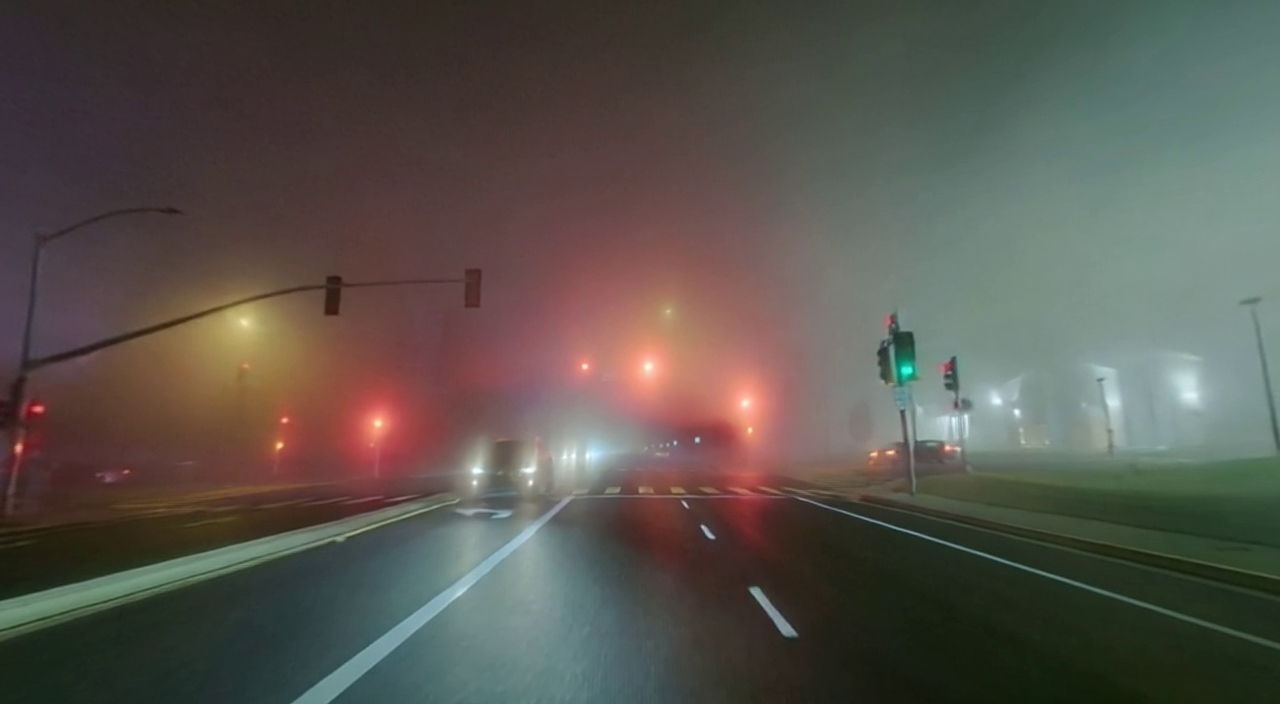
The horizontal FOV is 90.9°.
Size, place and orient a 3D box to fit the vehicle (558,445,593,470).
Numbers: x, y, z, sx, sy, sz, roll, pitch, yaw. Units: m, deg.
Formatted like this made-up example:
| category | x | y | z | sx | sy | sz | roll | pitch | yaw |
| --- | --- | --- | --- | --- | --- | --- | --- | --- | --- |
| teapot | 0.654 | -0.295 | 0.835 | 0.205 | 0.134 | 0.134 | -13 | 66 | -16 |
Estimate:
| category | x | y | z | sx | sy | sz | roll | pitch | yaw |
| --- | --- | --- | --- | --- | --- | --- | --- | --- | --- |
| vehicle | -4.755 | 7.816 | 46.799 | 2.070 | 1.481 | 4.266 | -5 | -7 | 0 |

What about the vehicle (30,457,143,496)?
| category | x | y | z | sx | sy | sz | roll | pitch | yaw |
| --- | --- | --- | --- | --- | --- | --- | --- | --- | --- |
| vehicle | -31.902 | 7.160 | 36.440 | 4.582 | 1.785 | 2.262 | -4 | -7 | 3 |

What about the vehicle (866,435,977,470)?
| category | x | y | z | sx | sy | sz | roll | pitch | yaw |
| --- | --- | --- | --- | --- | --- | --- | --- | --- | --- |
| vehicle | 14.174 | 5.067 | 31.933 | 4.634 | 1.449 | 1.936 | -3 | -7 | -1 |

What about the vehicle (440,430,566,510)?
| category | x | y | z | sx | sy | sz | roll | pitch | yaw |
| --- | --- | --- | --- | --- | --- | --- | --- | --- | --- |
| vehicle | -3.346 | 2.984 | 16.430 | 2.250 | 1.791 | 4.300 | 0 | -8 | 1 |
